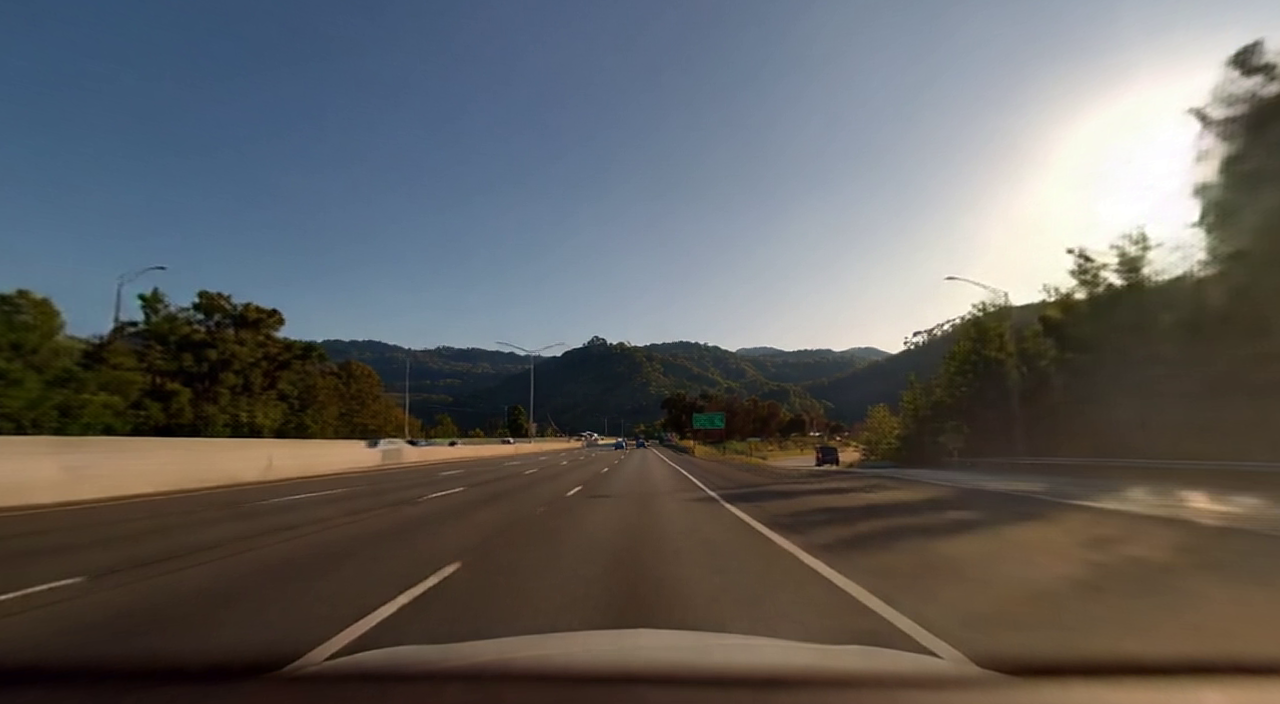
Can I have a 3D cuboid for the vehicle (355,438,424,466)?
[{"bbox_3d":[-16.741,6.728,42.511,2.236,1.754,5.703,0,-9,1],"label":"vehicle"}]
